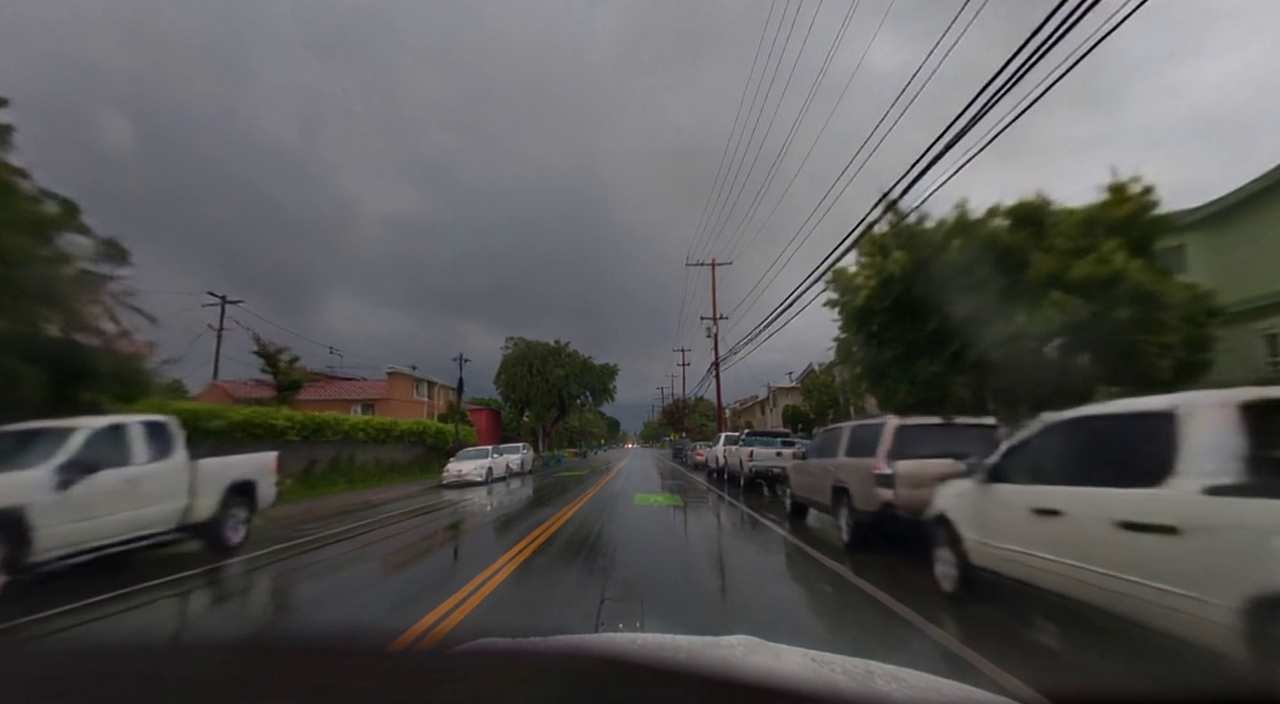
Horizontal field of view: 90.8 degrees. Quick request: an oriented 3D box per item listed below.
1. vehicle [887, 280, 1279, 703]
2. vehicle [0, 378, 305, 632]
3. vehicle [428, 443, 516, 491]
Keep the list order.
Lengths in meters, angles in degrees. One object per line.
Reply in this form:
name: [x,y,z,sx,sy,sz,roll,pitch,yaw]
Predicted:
vehicle: [3.449,0.852,3.345,2.065,1.953,5.359,0,-8,0]
vehicle: [-6.518,1.592,7.584,2.270,2.098,5.130,-1,-7,-1]
vehicle: [-6.502,4.447,24.985,2.084,1.573,4.599,-2,-7,2]
